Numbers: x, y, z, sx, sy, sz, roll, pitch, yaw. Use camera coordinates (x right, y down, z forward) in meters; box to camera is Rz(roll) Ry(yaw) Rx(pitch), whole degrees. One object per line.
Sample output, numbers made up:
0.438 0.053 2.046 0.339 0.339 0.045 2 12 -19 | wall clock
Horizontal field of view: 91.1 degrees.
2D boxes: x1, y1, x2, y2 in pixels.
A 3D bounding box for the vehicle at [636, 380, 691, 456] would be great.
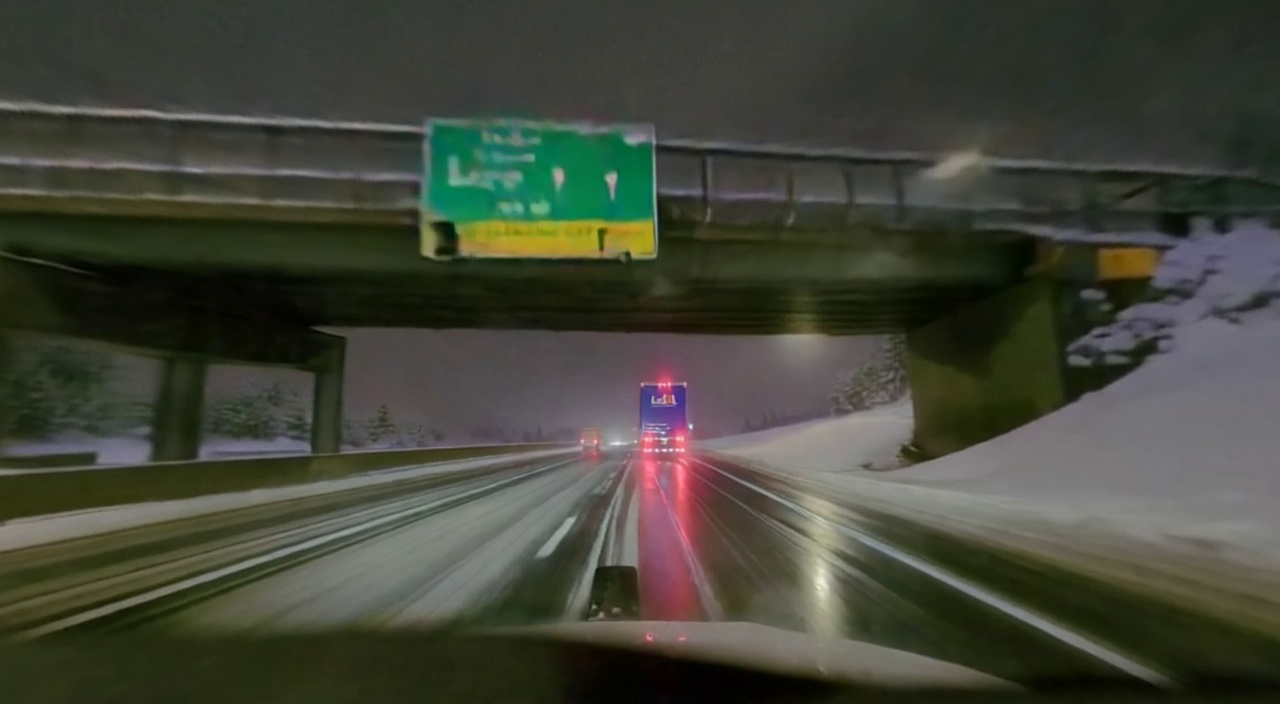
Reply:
1.381 4.681 42.513 3.034 4.194 14.704 0 -8 1 | vehicle
